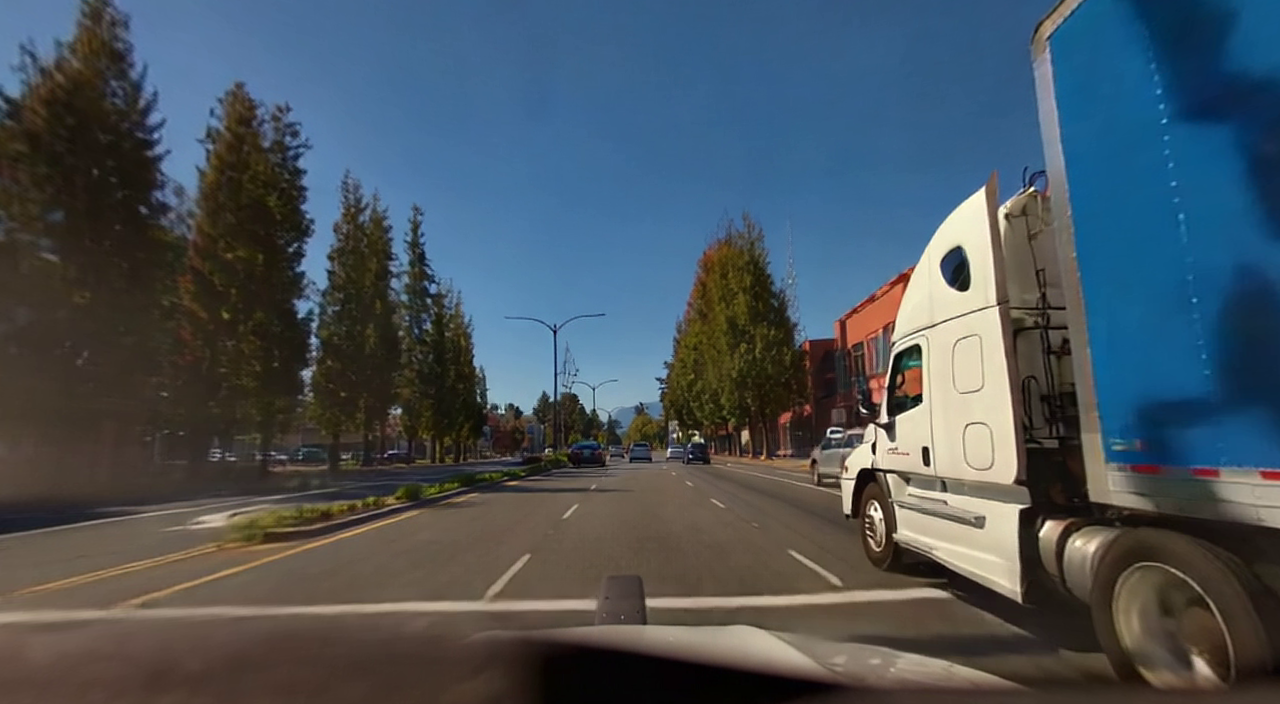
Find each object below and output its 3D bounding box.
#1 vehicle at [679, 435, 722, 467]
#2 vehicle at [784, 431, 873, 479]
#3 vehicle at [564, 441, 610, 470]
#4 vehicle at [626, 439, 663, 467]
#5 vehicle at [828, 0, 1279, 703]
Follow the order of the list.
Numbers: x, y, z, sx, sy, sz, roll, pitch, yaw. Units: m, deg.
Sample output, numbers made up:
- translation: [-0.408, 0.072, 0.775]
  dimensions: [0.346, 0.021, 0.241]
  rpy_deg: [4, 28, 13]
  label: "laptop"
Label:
- translation: [3.732, 6.209, 39.605]
  dimensions: [2.196, 1.908, 4.412]
  rpy_deg: [0, -8, -1]
  label: "vehicle"
- translation: [7.803, 4.322, 26.697]
  dimensions: [2.174, 1.793, 5.061]
  rpy_deg: [0, -8, -1]
  label: "vehicle"
- translation: [-2.979, 5.969, 36.529]
  dimensions: [2.211, 1.537, 4.666]
  rpy_deg: [0, -8, 1]
  label: "vehicle"
- translation: [0.273, 6.533, 40.965]
  dimensions: [2.276, 1.704, 3.925]
  rpy_deg: [0, -8, 0]
  label: "vehicle"
- translation: [3.749, -0.162, 3.301]
  dimensions: [3.006, 3.679, 8.506]
  rpy_deg: [0, -8, 1]
  label: "vehicle"
